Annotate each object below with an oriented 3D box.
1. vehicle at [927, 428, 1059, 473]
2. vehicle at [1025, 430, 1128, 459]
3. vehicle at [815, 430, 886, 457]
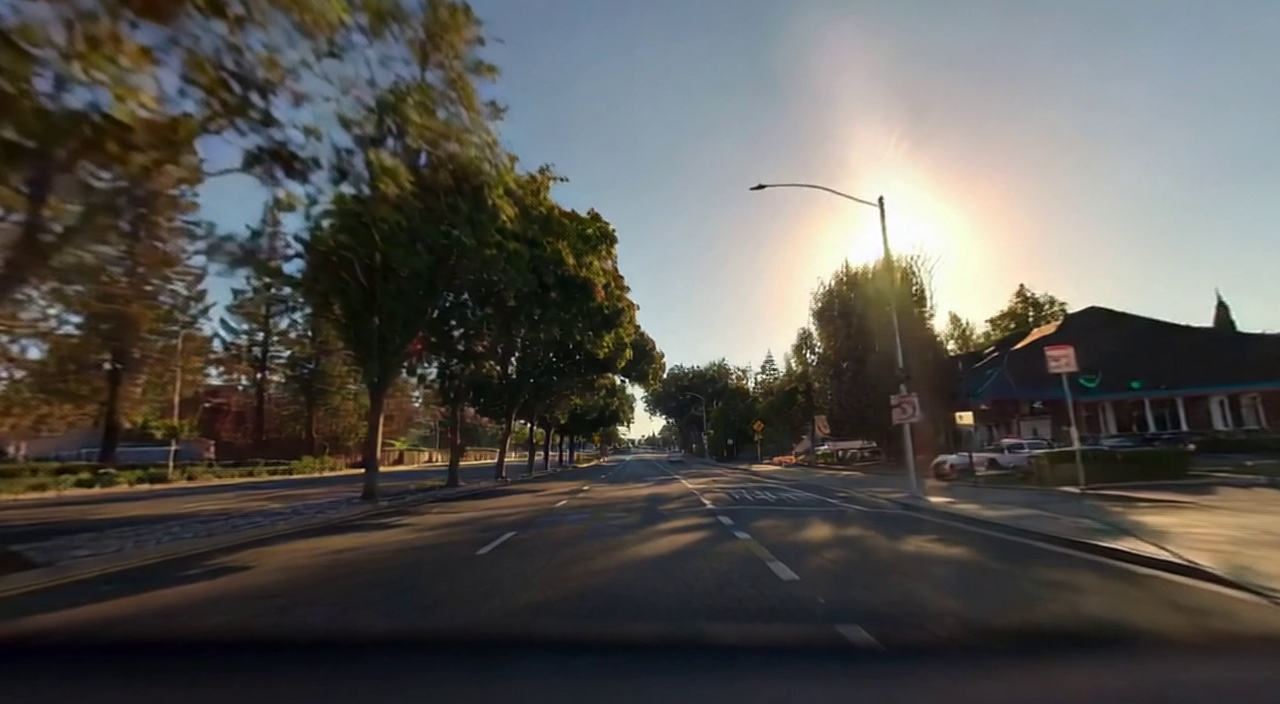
[{"bbox_3d":[15.443,4.322,27.818,4.543,1.838,2.127,0,-9,-3],"label":"vehicle"},{"bbox_3d":[30.406,6.504,44.264,5.556,1.821,2.068,-6,-11,27],"label":"vehicle"},{"bbox_3d":[15.563,6.788,46.605,5.397,1.879,2.132,7,-12,-36],"label":"vehicle"}]
